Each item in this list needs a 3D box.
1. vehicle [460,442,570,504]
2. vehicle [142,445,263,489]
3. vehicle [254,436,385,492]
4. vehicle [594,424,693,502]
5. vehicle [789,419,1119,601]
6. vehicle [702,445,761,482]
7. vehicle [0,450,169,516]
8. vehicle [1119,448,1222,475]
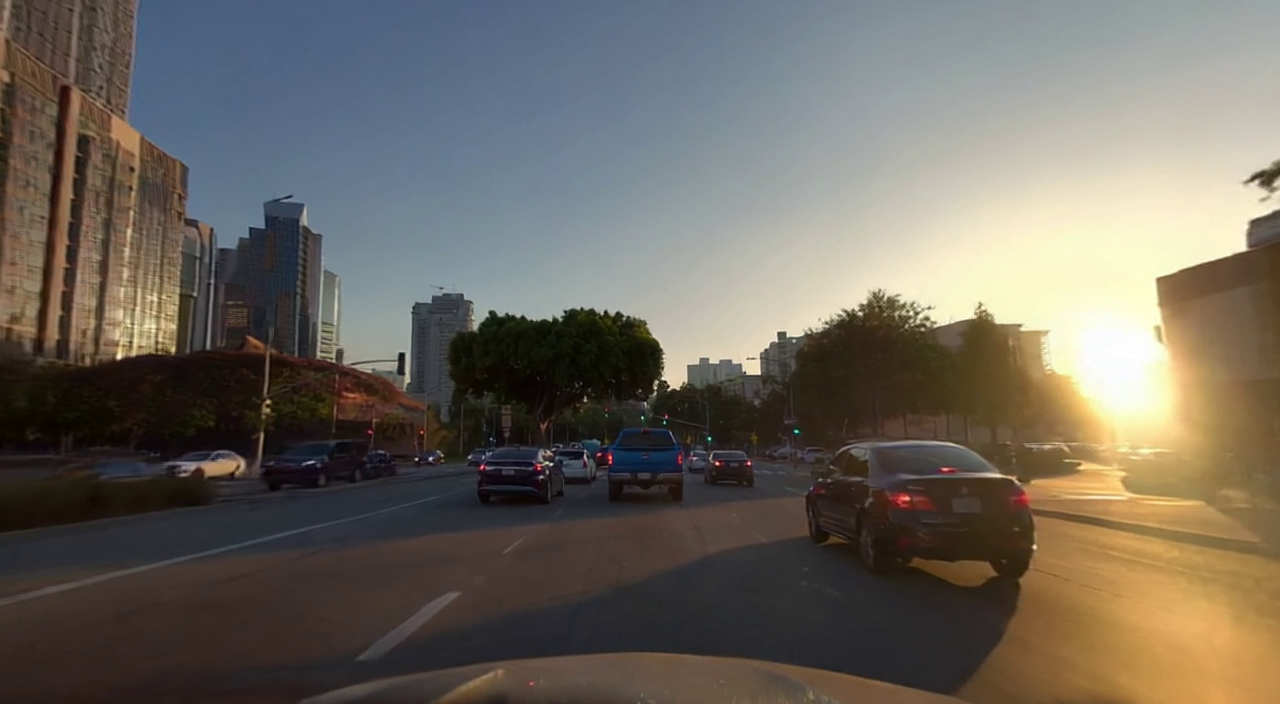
[{"bbox_3d":[-3.220,3.202,17.221,1.986,1.465,4.509,0,-8,1],"label":"vehicle"},{"bbox_3d":[-19.012,4.951,27.696,1.982,1.728,4.696,0,-8,-1],"label":"vehicle"},{"bbox_3d":[-11.627,4.074,23.374,2.150,1.838,4.981,0,-8,1],"label":"vehicle"},{"bbox_3d":[0.092,3.154,18.379,2.493,1.934,4.957,0,-8,0],"label":"vehicle"},{"bbox_3d":[3.353,1.740,7.867,1.955,1.628,4.152,0,-8,0],"label":"vehicle"},{"bbox_3d":[4.036,4.979,28.497,1.968,1.472,4.456,0,-8,-1],"label":"vehicle"},{"bbox_3d":[-15.289,3.360,16.766,1.932,1.449,4.545,0,-8,1],"label":"vehicle"},{"bbox_3d":[32.007,6.597,38.108,4.345,1.437,1.896,-2,-8,3],"label":"vehicle"}]
